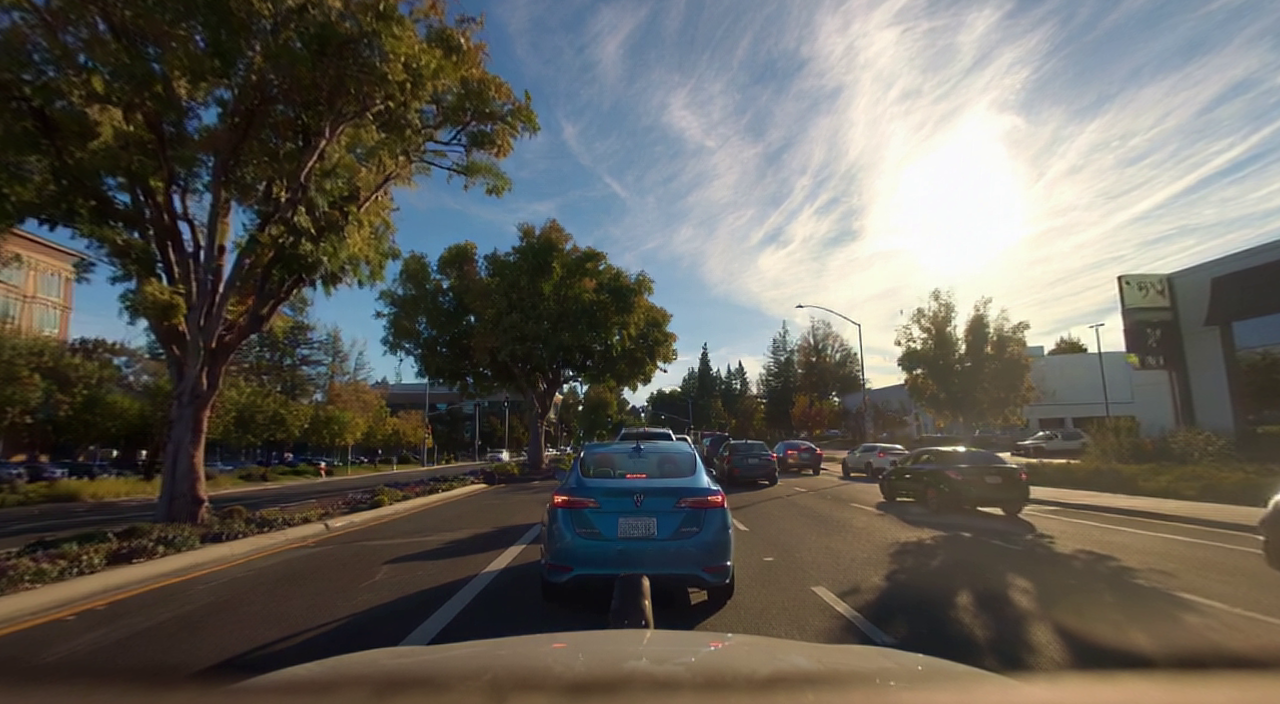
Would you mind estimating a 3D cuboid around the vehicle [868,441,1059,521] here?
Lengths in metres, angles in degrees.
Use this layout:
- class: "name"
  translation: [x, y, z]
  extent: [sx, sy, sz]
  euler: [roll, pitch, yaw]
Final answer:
- class: "vehicle"
  translation: [6.872, 2.751, 14.063]
  extent: [1.911, 1.468, 4.417]
  euler: [0, -8, 0]

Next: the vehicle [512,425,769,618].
- class: "vehicle"
  translation: [-0.024, 1.626, 7.105]
  extent: [1.977, 1.465, 4.376]
  euler: [0, -8, -1]

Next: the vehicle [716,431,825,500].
- class: "vehicle"
  translation: [3.610, 3.221, 18.391]
  extent: [2.114, 1.736, 4.553]
  euler: [0, -8, -1]
